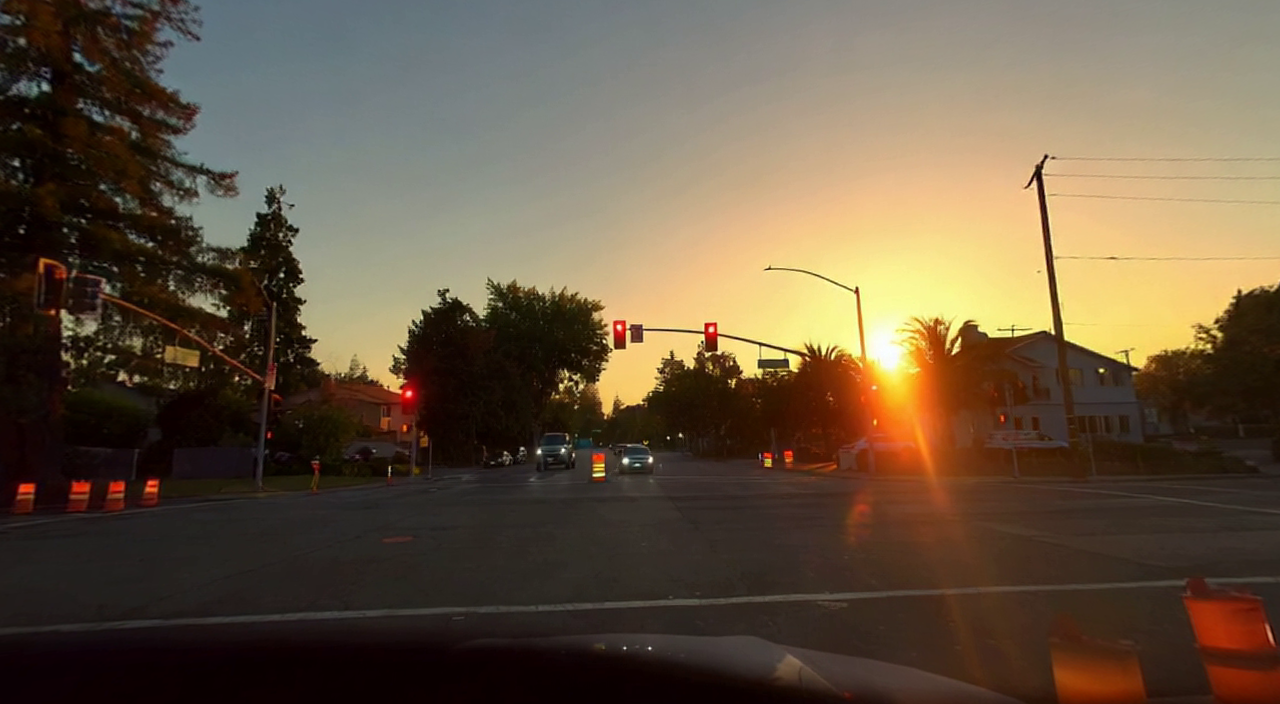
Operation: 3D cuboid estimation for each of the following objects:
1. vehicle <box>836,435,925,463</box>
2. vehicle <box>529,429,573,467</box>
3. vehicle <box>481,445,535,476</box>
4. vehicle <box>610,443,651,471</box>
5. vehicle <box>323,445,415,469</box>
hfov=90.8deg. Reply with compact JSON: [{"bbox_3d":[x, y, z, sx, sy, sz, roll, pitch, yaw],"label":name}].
[{"bbox_3d":[15.304,6.188,40.349,4.892,1.656,1.856,0,-8,0],"label":"vehicle"},{"bbox_3d":[-6.885,7.555,49.721,2.625,2.726,6.138,0,-8,-1],"label":"vehicle"},{"bbox_3d":[-6.672,5.529,32.388,1.881,1.452,4.121,0,-8,0],"label":"vehicle"},{"bbox_3d":[-0.518,5.766,34.967,2.105,1.457,4.173,0,-8,-1],"label":"vehicle"},{"bbox_3d":[-16.473,6.375,38.572,4.713,1.409,1.918,0,-8,-2],"label":"vehicle"}]
